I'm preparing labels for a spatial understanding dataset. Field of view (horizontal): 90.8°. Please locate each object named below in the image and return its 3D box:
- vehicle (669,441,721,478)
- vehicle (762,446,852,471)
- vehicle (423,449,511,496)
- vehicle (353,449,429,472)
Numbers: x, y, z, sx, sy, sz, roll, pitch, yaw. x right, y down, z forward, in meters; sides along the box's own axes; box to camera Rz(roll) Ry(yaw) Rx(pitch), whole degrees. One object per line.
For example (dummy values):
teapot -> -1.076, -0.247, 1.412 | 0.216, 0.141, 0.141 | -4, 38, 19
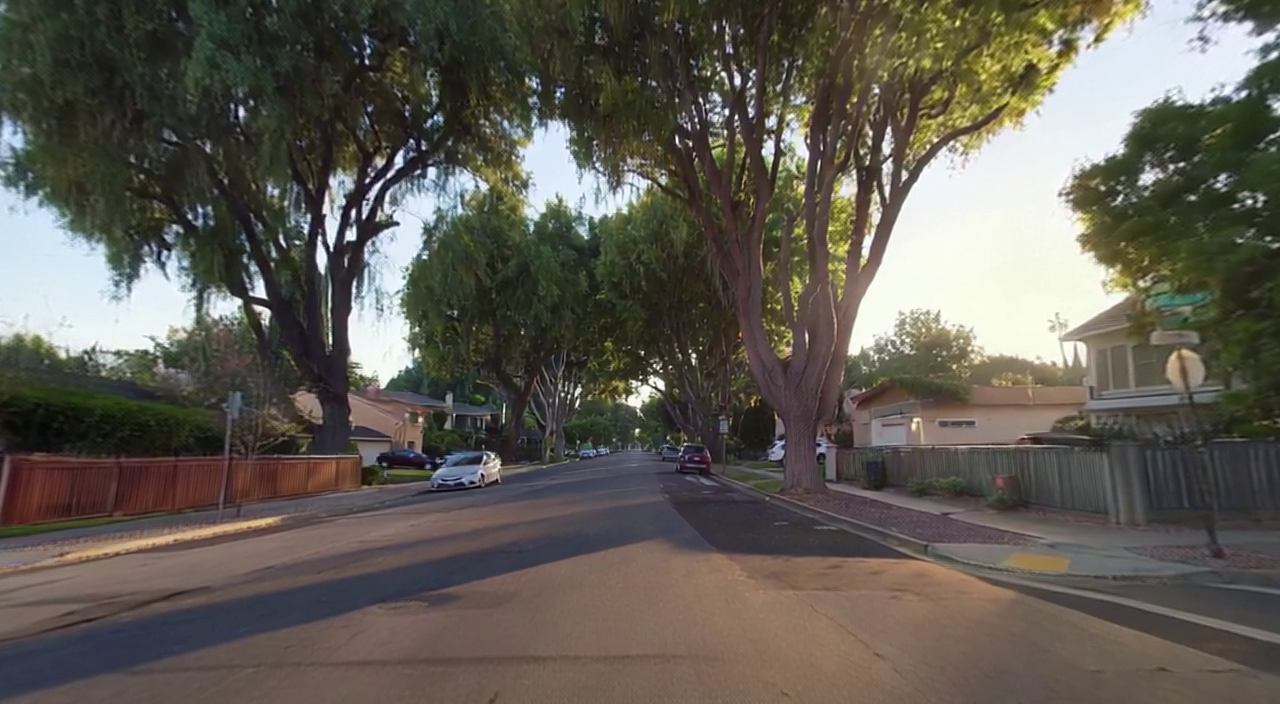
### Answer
vehicle -> 2.914, 5.902, 34.942 | 2.241, 1.875, 5.059 | 0, -8, -2
vehicle -> 10.089, 6.494, 38.562 | 5.041, 1.486, 1.969 | -1, -8, 7
vehicle -> -6.588, 4.607, 24.550 | 2.099, 1.399, 4.357 | -4, -7, 1
vehicle -> -16.529, 7.189, 42.015 | 4.276, 1.463, 1.832 | -1, -8, 6
